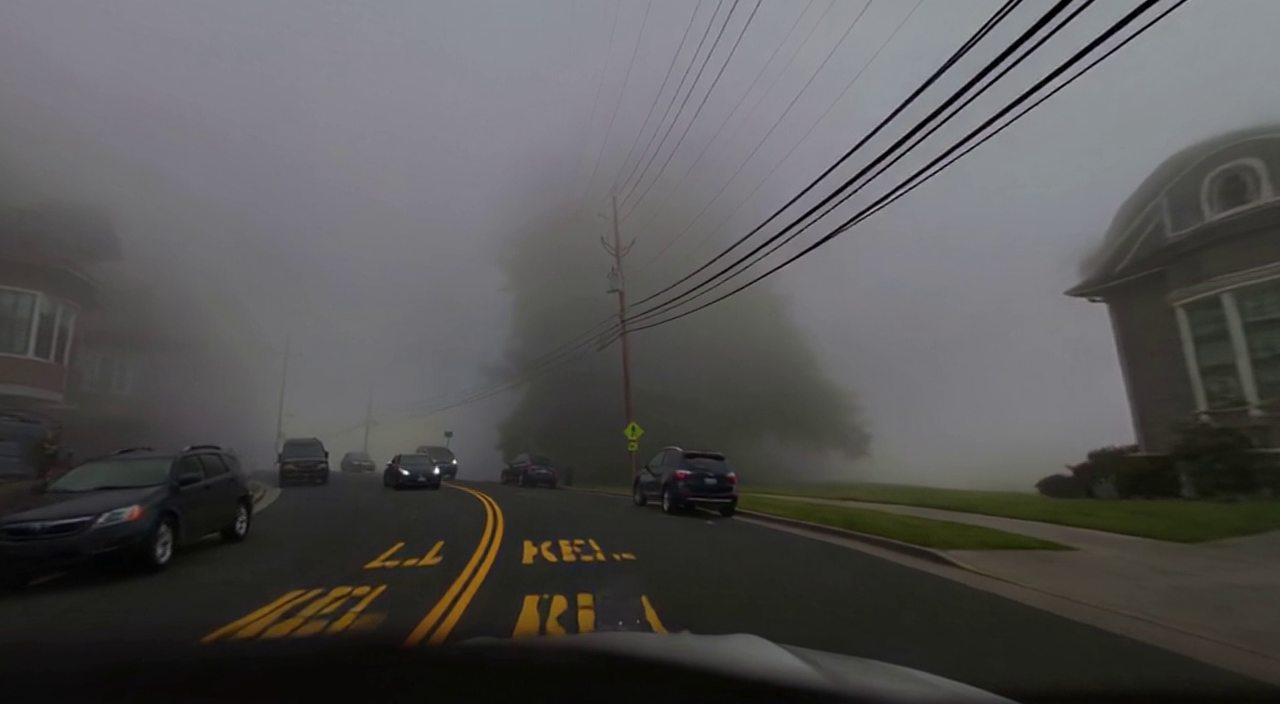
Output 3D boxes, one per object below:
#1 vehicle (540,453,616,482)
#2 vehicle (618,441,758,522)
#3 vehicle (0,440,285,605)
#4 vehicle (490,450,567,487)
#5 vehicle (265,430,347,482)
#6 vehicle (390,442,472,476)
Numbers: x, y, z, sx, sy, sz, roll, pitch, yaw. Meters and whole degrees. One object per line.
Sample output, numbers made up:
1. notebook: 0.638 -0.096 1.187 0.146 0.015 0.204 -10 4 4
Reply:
1. vehicle: -3.704 6.949 38.263 4.163 1.586 2.023 8 -11 -43
2. vehicle: 1.001 3.140 15.893 1.994 1.682 4.750 4 -9 -15
3. vehicle: -7.023 2.092 8.793 2.023 1.674 4.556 1 -8 -8
4. vehicle: -5.514 5.646 30.798 1.923 1.531 4.568 10 -13 -32
5. vehicle: -13.646 4.278 25.622 2.378 1.840 5.389 7 -13 -31
6. vehicle: -13.768 6.994 41.448 5.504 1.869 2.449 -8 -18 42
